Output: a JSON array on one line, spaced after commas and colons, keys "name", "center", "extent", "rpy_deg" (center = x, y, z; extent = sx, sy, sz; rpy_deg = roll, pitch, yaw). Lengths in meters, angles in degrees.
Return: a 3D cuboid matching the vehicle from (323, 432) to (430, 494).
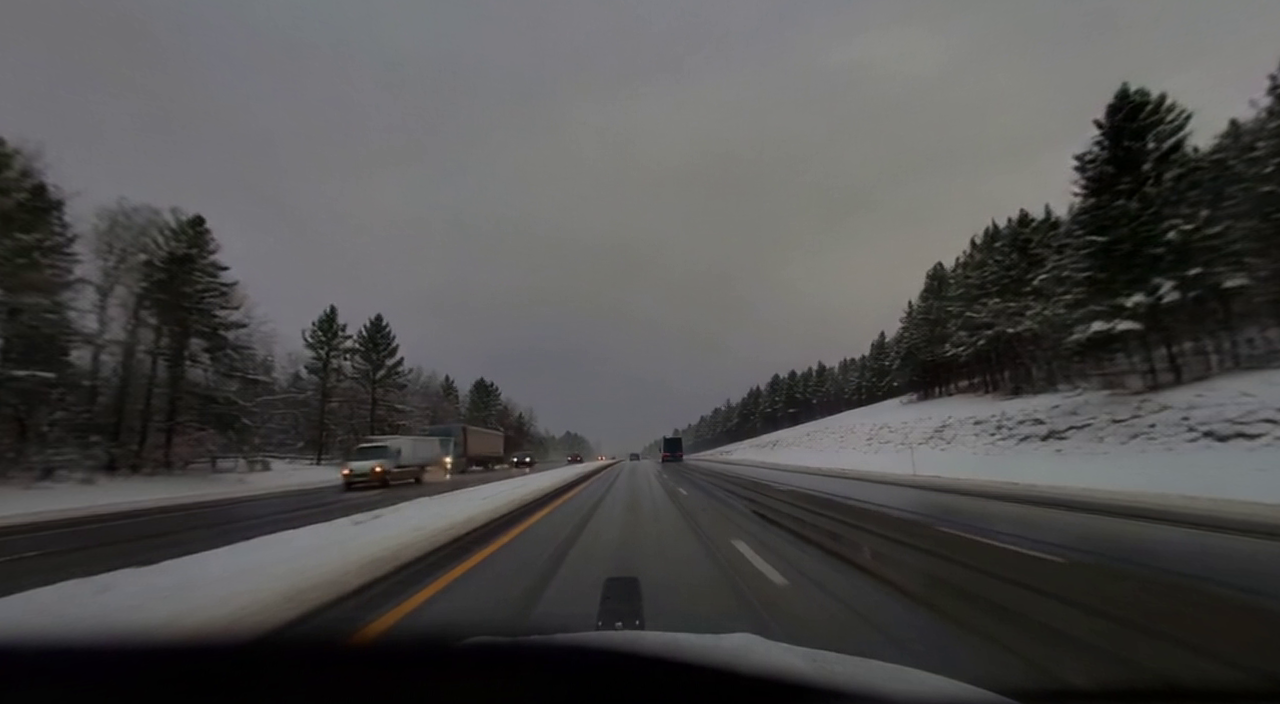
[{"name": "vehicle", "center": [-12.398, 5.254, 30.396], "extent": [2.392, 2.623, 6.454], "rpy_deg": [0, -9, 0]}]
